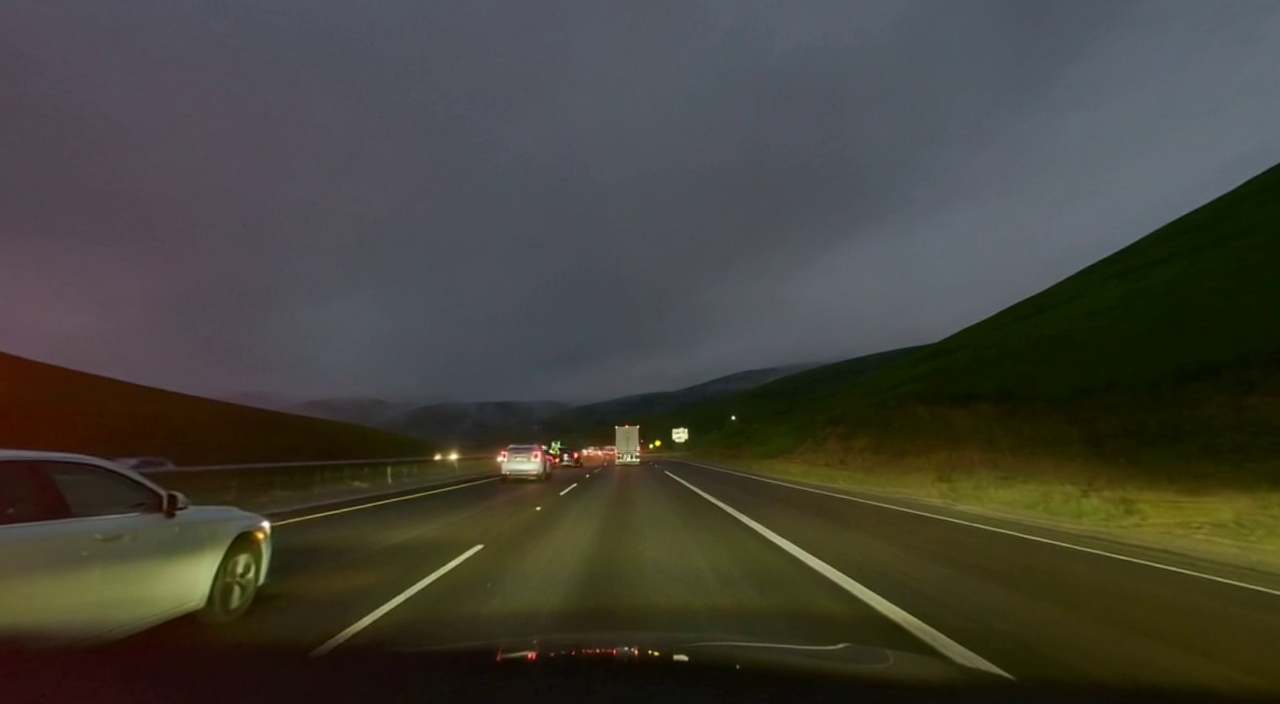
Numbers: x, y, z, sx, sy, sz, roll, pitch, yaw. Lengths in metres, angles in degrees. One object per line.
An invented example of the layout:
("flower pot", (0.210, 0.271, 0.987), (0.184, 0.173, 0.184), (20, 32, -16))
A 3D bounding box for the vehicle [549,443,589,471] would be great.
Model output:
("vehicle", (-4.397, 6.560, 39.538), (2.044, 1.624, 4.032), (0, -9, 0))

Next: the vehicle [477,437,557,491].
("vehicle", (-4.234, 3.926, 22.426), (2.073, 1.694, 4.162), (0, -9, -1))

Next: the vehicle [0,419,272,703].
("vehicle", (-3.861, 1.000, 2.616), (1.988, 1.440, 4.504), (0, -9, -1))

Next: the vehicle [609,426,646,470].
("vehicle", (-0.797, 6.281, 41.121), (2.227, 2.611, 5.900), (0, -9, -1))
